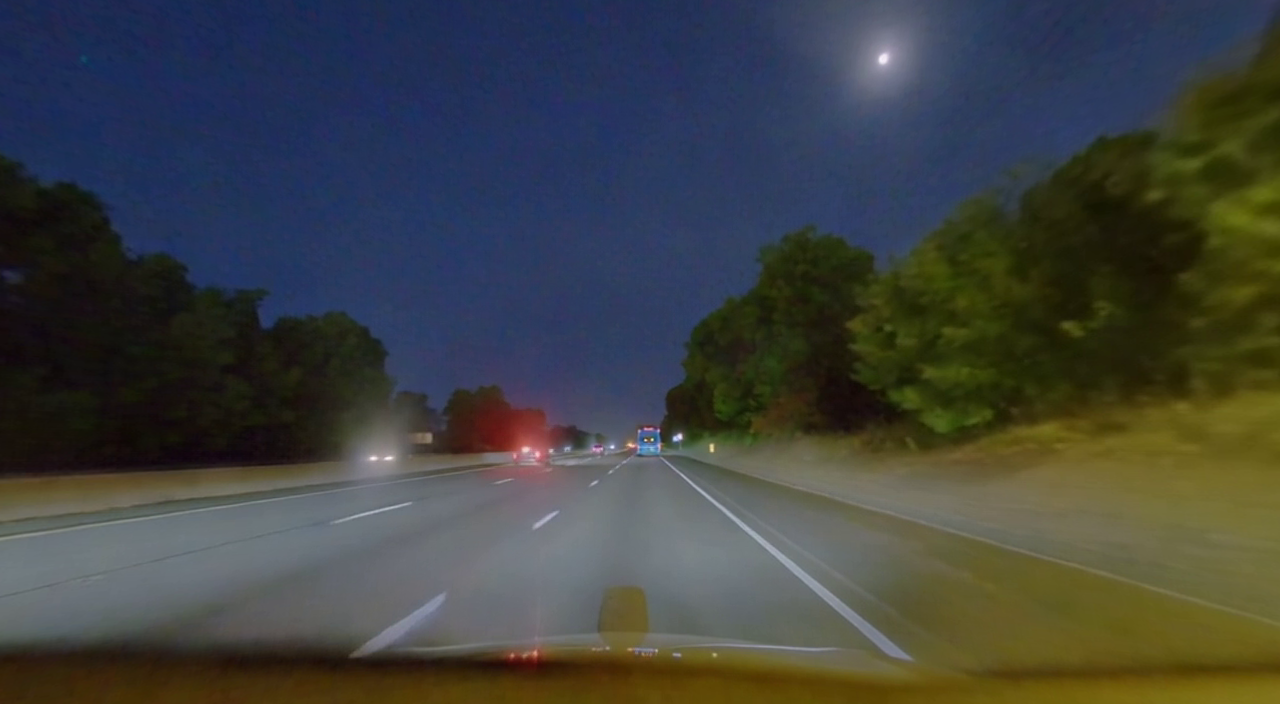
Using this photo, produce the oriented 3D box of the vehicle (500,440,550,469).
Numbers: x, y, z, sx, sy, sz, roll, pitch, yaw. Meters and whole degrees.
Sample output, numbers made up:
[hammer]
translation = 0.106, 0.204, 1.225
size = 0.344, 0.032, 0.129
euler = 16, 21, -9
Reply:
[vehicle]
translation = -6.961, 6.243, 38.633
size = 2.080, 1.674, 4.660
euler = 0, -8, 1
